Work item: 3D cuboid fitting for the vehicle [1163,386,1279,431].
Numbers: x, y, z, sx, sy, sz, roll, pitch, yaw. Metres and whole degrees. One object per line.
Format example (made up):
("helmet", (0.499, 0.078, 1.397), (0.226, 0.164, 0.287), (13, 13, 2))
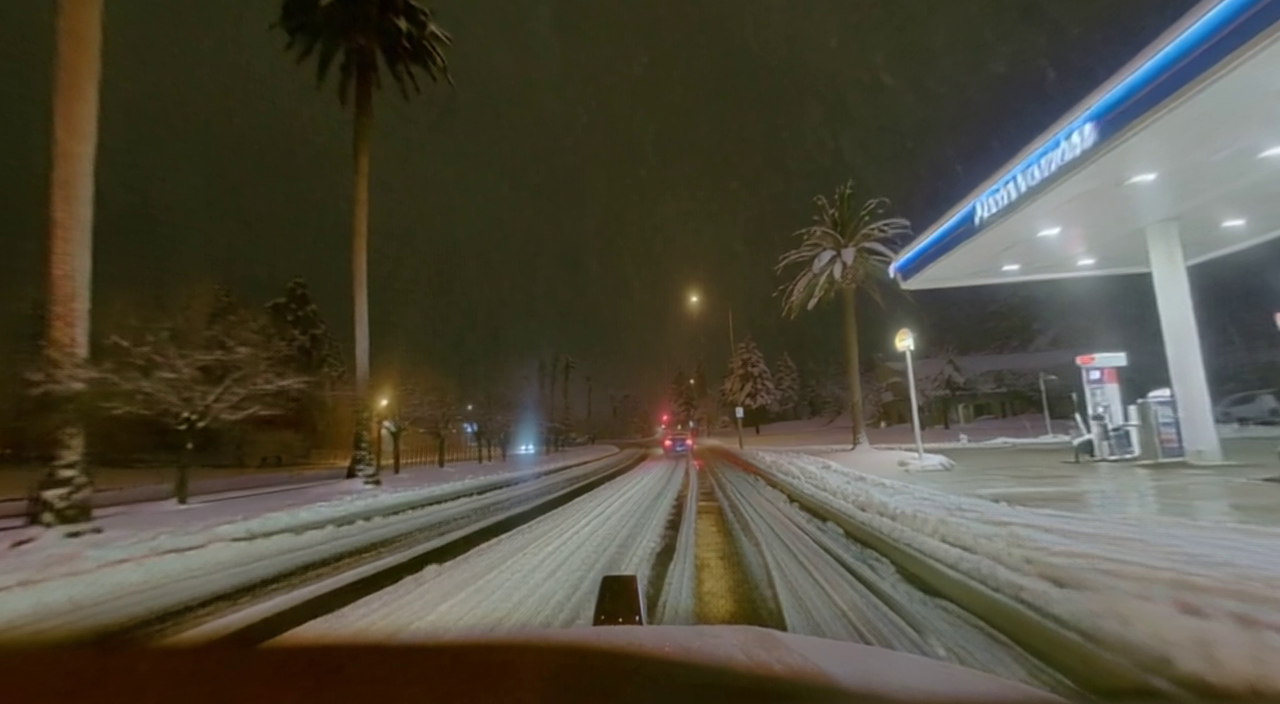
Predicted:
("vehicle", (26.194, 2.460, 27.523), (4.513, 1.657, 2.002), (-5, -9, 10))

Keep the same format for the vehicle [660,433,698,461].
("vehicle", (2.323, 5.513, 36.516), (2.050, 1.509, 4.148), (-1, -8, 5))
